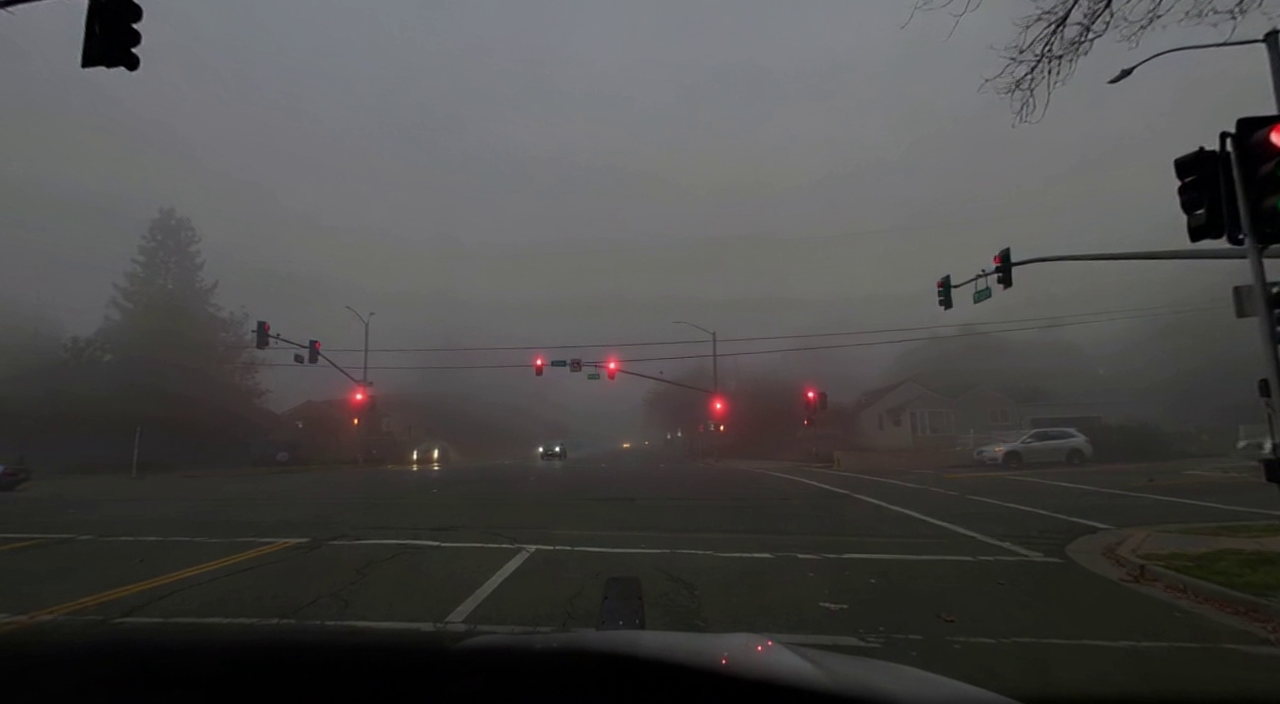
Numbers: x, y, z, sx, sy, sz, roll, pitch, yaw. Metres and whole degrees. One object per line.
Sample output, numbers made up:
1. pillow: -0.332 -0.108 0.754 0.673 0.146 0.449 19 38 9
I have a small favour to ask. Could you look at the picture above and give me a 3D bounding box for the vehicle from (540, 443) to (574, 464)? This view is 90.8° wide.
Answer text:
1. vehicle: -6.131 7.521 47.051 1.936 1.444 4.168 0 -8 0
